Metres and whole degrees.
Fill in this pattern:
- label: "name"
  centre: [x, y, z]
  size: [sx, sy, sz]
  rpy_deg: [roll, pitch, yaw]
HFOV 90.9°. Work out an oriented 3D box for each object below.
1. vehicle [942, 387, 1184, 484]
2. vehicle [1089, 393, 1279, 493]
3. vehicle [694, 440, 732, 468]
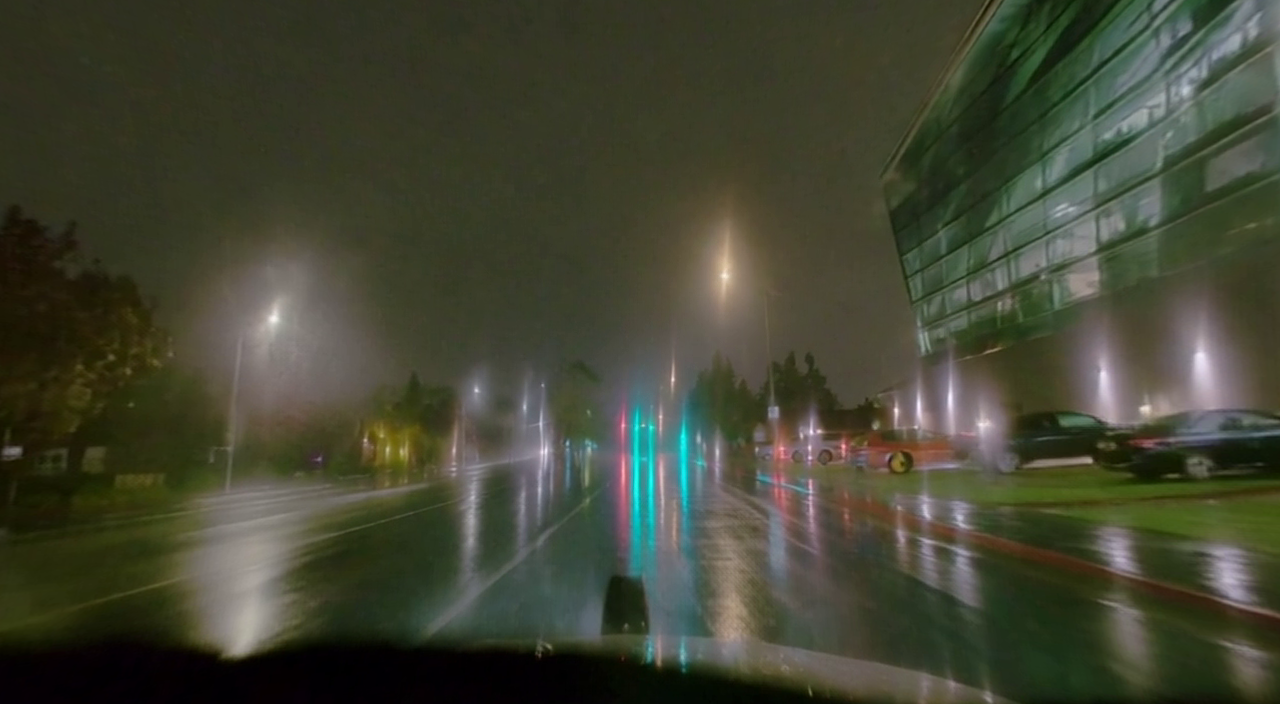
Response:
- label: "vehicle"
  centre: [12.061, 2.452, 18.300]
  size: [5.330, 1.917, 2.001]
  rpy_deg: [-8, -9, 0]
- label: "vehicle"
  centre: [12.073, 1.727, 12.634]
  size: [4.478, 1.578, 1.944]
  rpy_deg: [-6, -9, 1]
- label: "vehicle"
  centre: [5.070, 7.153, 44.445]
  size: [2.078, 1.771, 5.174]
  rpy_deg: [2, -8, 1]
